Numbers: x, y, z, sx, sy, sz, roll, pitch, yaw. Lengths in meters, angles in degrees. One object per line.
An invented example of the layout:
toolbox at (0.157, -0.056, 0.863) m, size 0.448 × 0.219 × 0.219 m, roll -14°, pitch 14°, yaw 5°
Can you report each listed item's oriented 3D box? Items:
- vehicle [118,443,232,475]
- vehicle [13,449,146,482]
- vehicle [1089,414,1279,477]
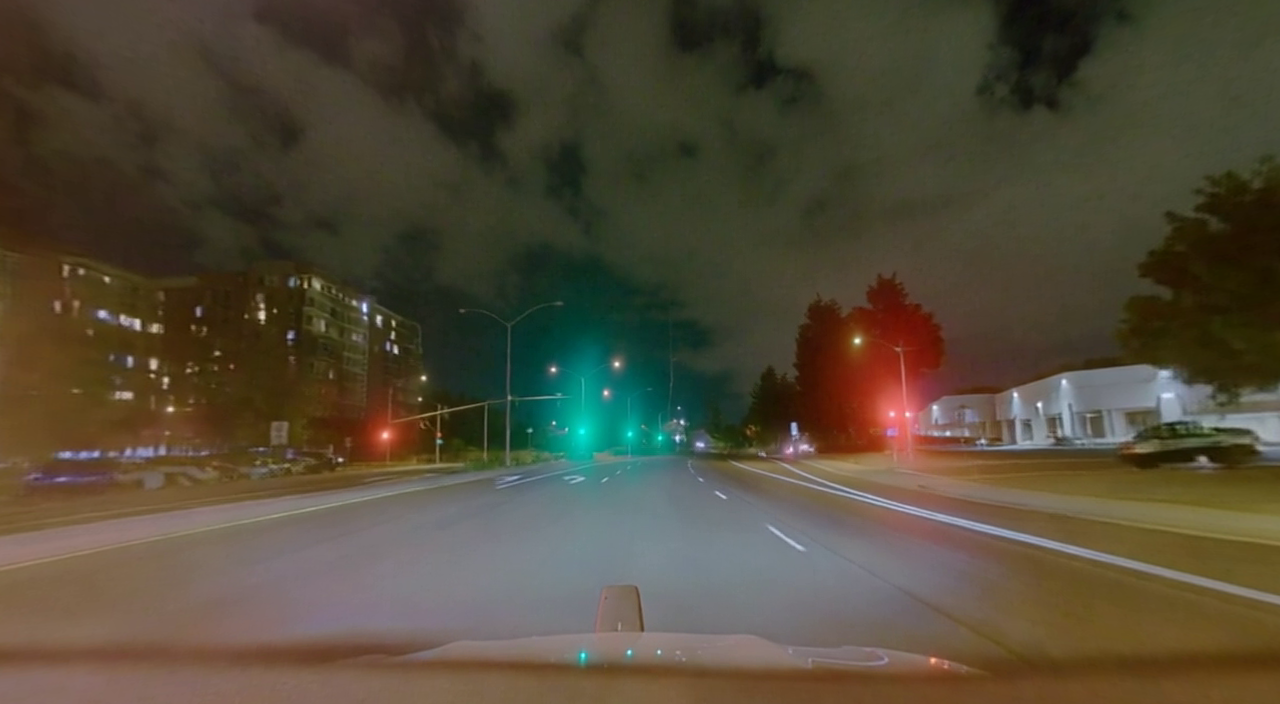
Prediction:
vehicle at (-28.422, 6.548, 38.737) m, size 5.248 × 1.758 × 2.122 m, roll -1°, pitch -8°, yaw -2°
vehicle at (-29.113, 5.888, 32.944) m, size 4.913 × 1.677 × 2.032 m, roll 0°, pitch -9°, yaw -2°
vehicle at (19.157, 3.327, 22.375) m, size 2.074 × 1.959 × 4.793 m, roll 3°, pitch -9°, yaw -19°
